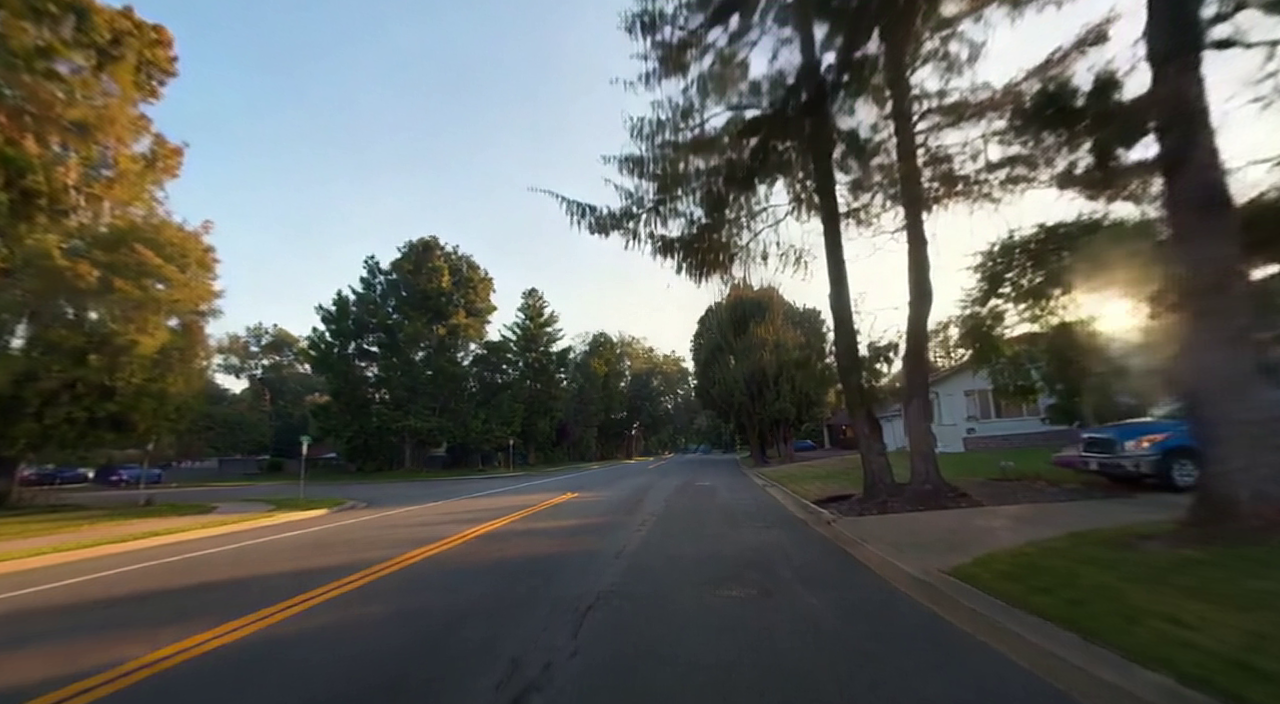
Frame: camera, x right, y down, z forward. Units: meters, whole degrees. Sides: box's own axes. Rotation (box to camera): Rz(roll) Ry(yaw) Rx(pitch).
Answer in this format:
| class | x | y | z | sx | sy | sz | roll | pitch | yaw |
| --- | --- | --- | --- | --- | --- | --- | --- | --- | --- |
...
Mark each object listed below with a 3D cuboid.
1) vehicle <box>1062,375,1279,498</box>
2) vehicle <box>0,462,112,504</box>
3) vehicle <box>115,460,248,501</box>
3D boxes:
| class | x | y | z | sx | sy | sz | roll | pitch | yaw |
| --- | --- | --- | --- | --- | --- | --- | --- | --- | --- |
| vehicle | 11.362 | 1.343 | 11.326 | 5.704 | 1.788 | 2.095 | -7 | -8 | 8 |
| vehicle | -25.897 | 5.655 | 27.154 | 4.751 | 1.489 | 2.052 | -4 | -8 | 7 |
| vehicle | -19.106 | 5.354 | 26.373 | 4.270 | 1.481 | 1.972 | -4 | -9 | 9 |
